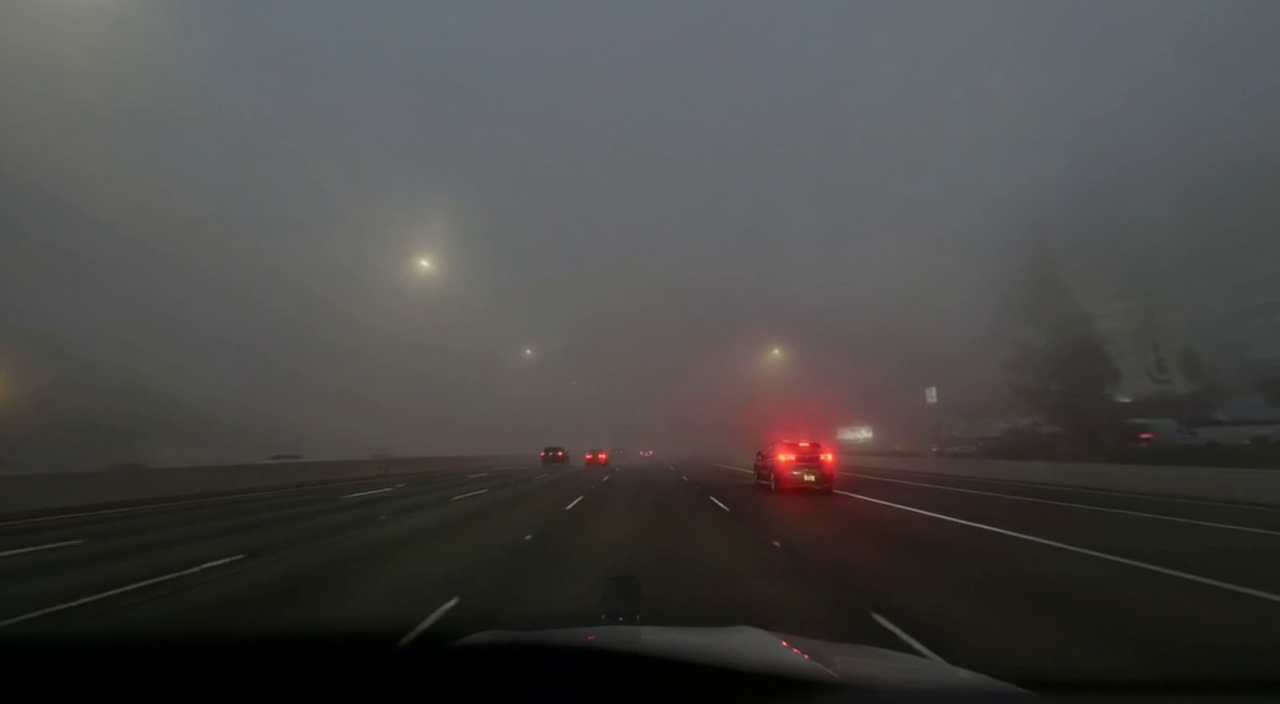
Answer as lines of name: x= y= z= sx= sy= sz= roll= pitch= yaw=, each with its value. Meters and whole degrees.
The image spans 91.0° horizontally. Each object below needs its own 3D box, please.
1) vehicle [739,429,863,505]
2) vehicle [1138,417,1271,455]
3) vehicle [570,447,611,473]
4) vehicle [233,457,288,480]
vehicle: x=4.204 y=3.094 z=17.377 sx=2.109 sy=1.764 sz=4.704 roll=0 pitch=-9 yaw=-1
vehicle: x=37.201 y=5.569 z=41.658 sx=6.179 sy=2.207 sz=2.545 roll=-2 pitch=-9 yaw=1
vehicle: x=-3.006 y=6.694 z=39.305 sx=2.139 sy=1.510 sz=4.506 roll=0 pitch=-9 yaw=0
vehicle: x=-27.924 y=8.556 z=46.461 sx=1.694 sy=1.499 sz=3.764 roll=0 pitch=-9 yaw=0
